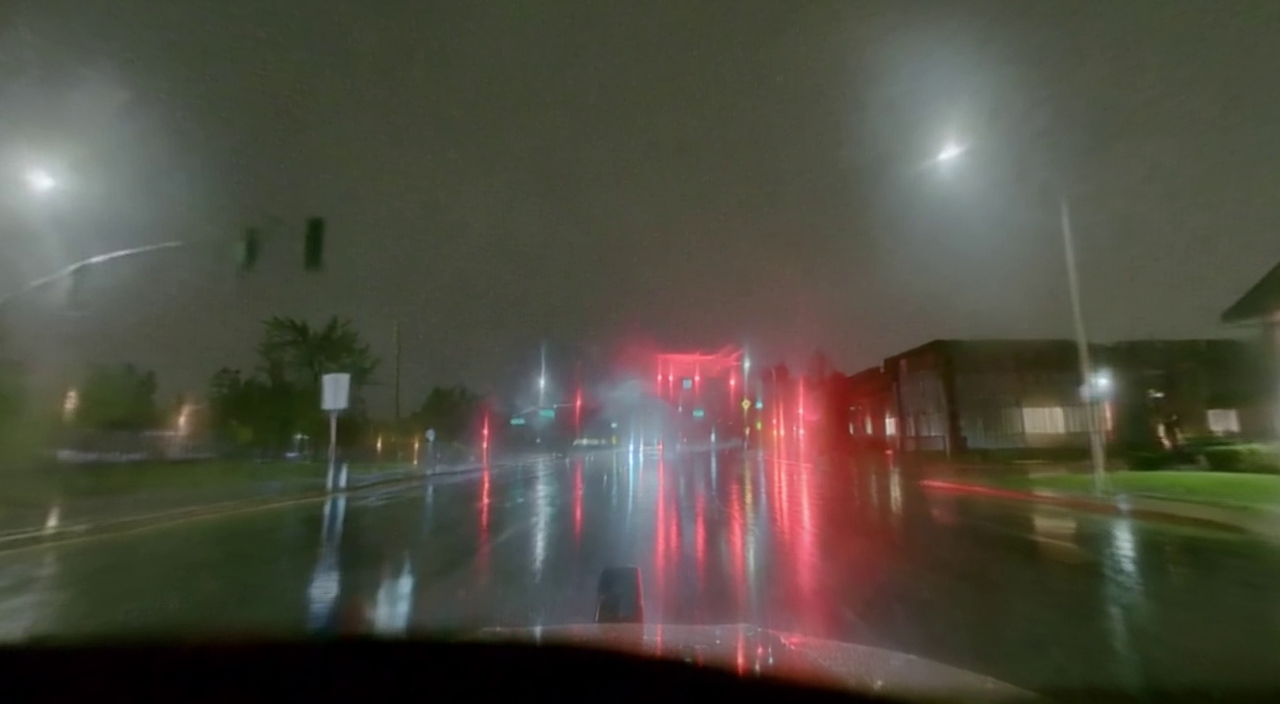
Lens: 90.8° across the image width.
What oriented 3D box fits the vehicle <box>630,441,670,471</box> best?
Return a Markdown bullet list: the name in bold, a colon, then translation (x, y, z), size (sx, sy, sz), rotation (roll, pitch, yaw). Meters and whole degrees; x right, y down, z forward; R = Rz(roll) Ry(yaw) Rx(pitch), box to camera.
- **vehicle**: translation (0.607, 5.861, 35.676), size (2.037, 1.568, 3.693), rotation (-1, -9, 4)
